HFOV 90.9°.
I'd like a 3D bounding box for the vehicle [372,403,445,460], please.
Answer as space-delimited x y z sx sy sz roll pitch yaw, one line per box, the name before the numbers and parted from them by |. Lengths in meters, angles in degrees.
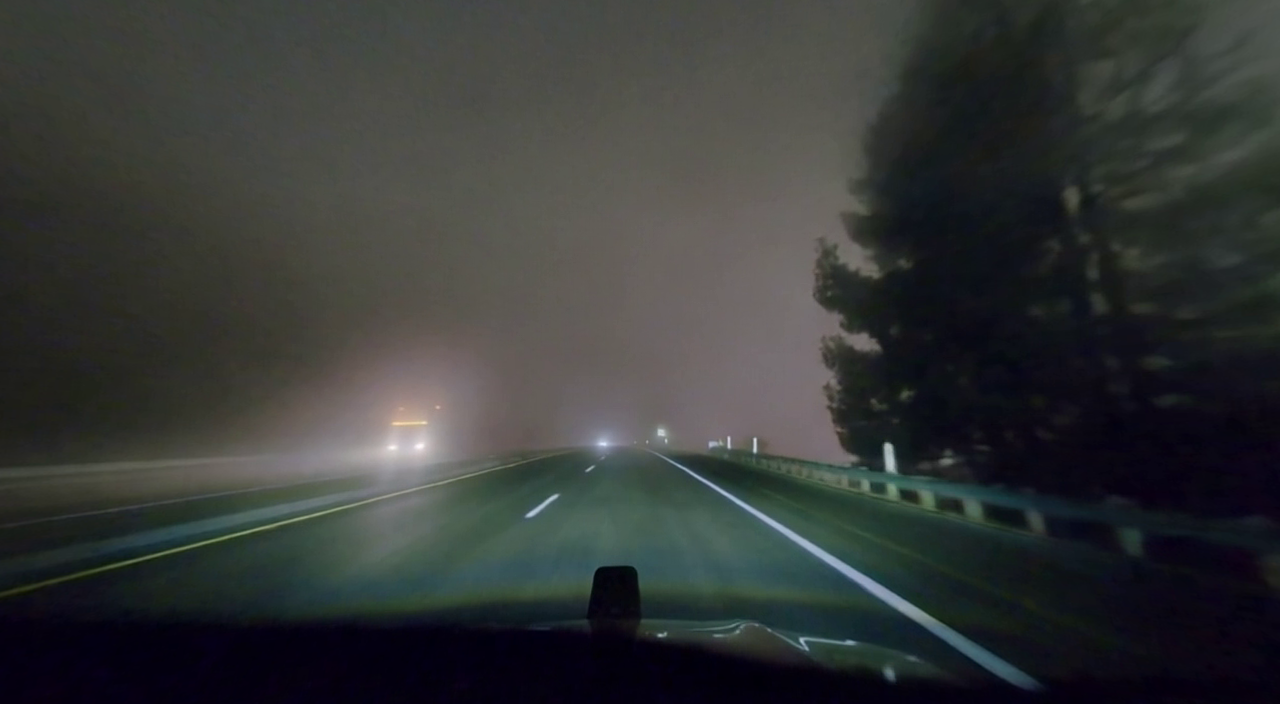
vehicle | -17.008 5.910 46.871 3.172 3.915 5.914 0 -8 -1
